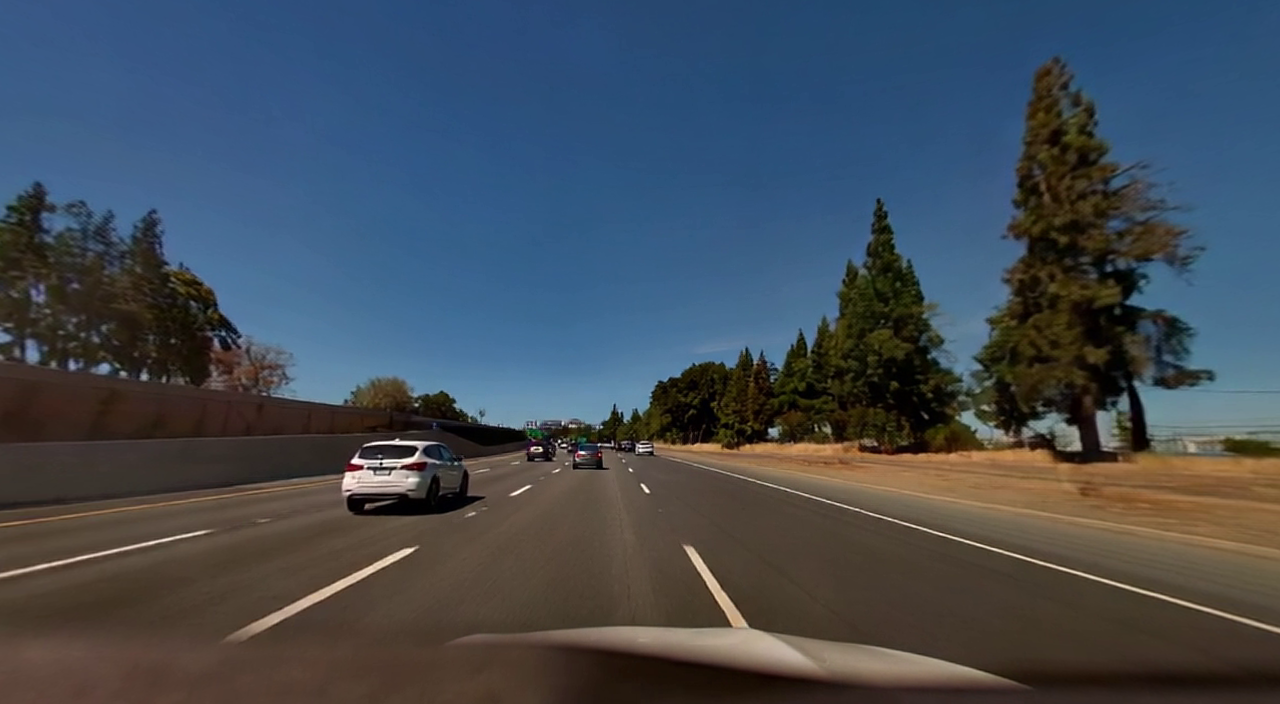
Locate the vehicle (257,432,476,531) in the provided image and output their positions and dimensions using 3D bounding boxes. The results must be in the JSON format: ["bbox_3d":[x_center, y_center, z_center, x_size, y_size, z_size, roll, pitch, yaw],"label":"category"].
[{"bbox_3d":[-4.830,2.351,12.173,2.049,1.482,4.981,0,-9,-1],"label":"vehicle"}]

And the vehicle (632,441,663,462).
[{"bbox_3d":[0.509,7.293,46.433,2.021,1.447,3.985,0,-9,-4],"label":"vehicle"}]

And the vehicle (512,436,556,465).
[{"bbox_3d":[-6.773,6.375,40.937,2.244,1.755,4.417,0,-8,-3],"label":"vehicle"}]

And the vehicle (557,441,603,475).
[{"bbox_3d":[-2.687,4.865,29.287,1.947,1.437,4.345,0,-9,-3],"label":"vehicle"}]
